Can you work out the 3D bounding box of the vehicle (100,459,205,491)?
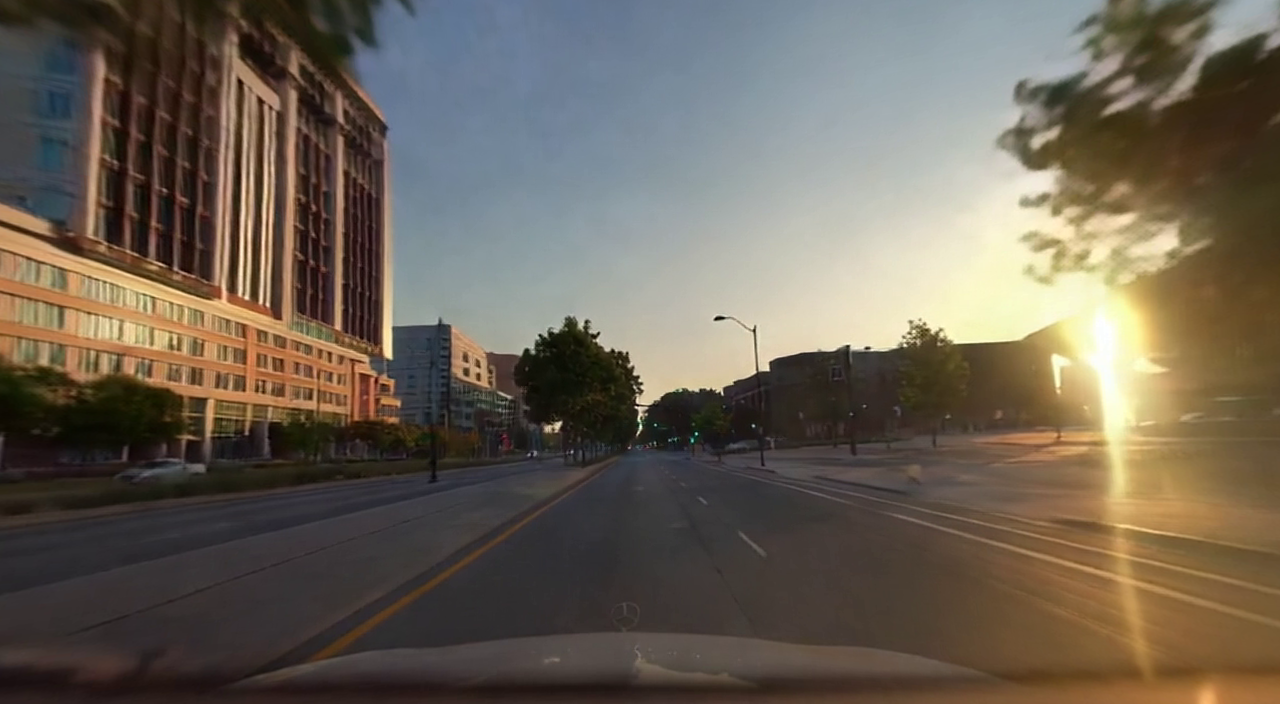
[{"bbox_3d":[-26.453,6.658,34.532,1.927,1.476,4.717,0,-9,0],"label":"vehicle"}]
